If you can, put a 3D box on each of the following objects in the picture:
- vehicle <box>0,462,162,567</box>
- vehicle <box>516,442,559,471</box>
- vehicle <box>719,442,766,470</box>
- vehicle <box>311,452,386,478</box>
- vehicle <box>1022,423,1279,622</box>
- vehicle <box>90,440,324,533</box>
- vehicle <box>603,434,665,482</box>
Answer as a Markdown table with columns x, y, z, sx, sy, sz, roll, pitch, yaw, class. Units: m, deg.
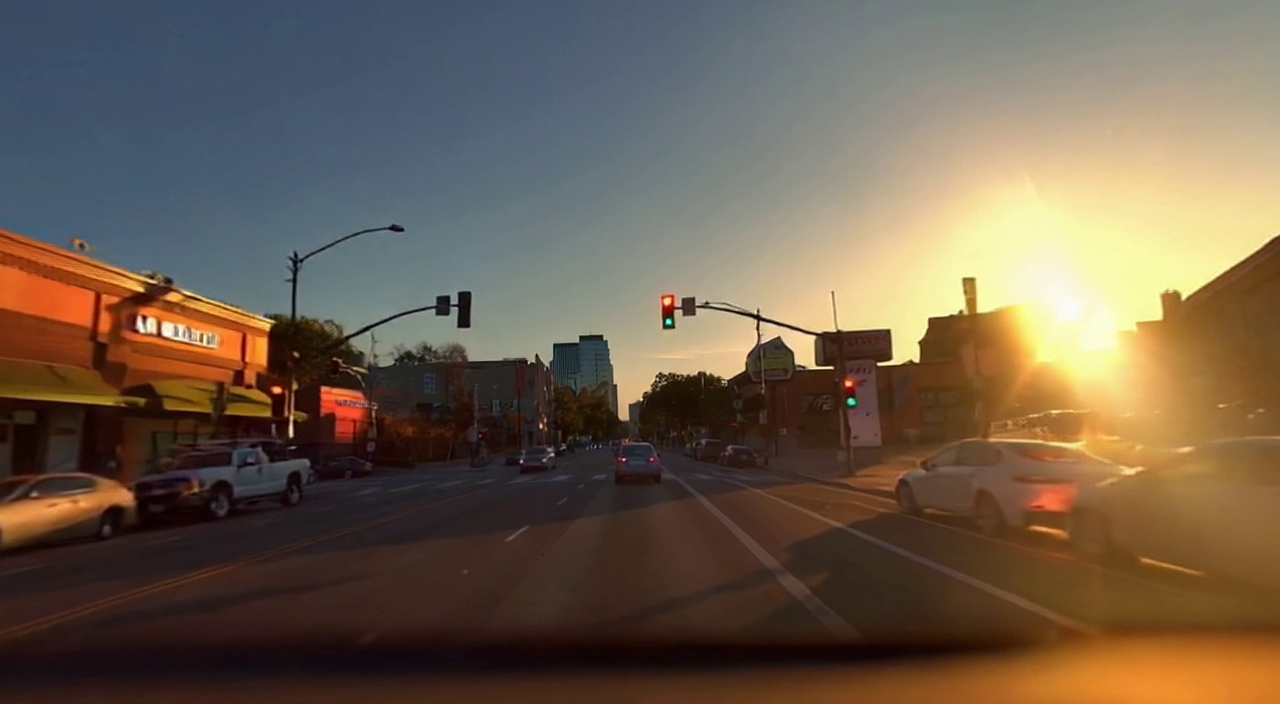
| x | y | z | sx | sy | sz | roll | pitch | yaw | class |
| --- | --- | --- | --- | --- | --- | --- | --- | --- | --- |
| -11.010 | 2.770 | 10.984 | 1.868 | 1.502 | 4.626 | 0 | -8 | -2 | vehicle |
| -6.281 | 6.400 | 39.012 | 1.918 | 1.679 | 4.209 | 0 | -8 | 0 | vehicle |
| 5.819 | 5.957 | 36.365 | 1.859 | 1.470 | 4.476 | 0 | -8 | -1 | vehicle |
| -20.104 | 7.845 | 43.687 | 4.212 | 1.641 | 1.935 | -1 | -12 | 2 | vehicle |
| 5.759 | 1.405 | 5.631 | 1.891 | 1.489 | 4.344 | 0 | -8 | -1 | vehicle |
| -11.251 | 3.439 | 17.238 | 2.240 | 2.052 | 5.872 | 0 | -8 | 0 | vehicle |
| -0.196 | 3.848 | 23.245 | 2.086 | 1.575 | 4.205 | 0 | -8 | 0 | vehicle |
